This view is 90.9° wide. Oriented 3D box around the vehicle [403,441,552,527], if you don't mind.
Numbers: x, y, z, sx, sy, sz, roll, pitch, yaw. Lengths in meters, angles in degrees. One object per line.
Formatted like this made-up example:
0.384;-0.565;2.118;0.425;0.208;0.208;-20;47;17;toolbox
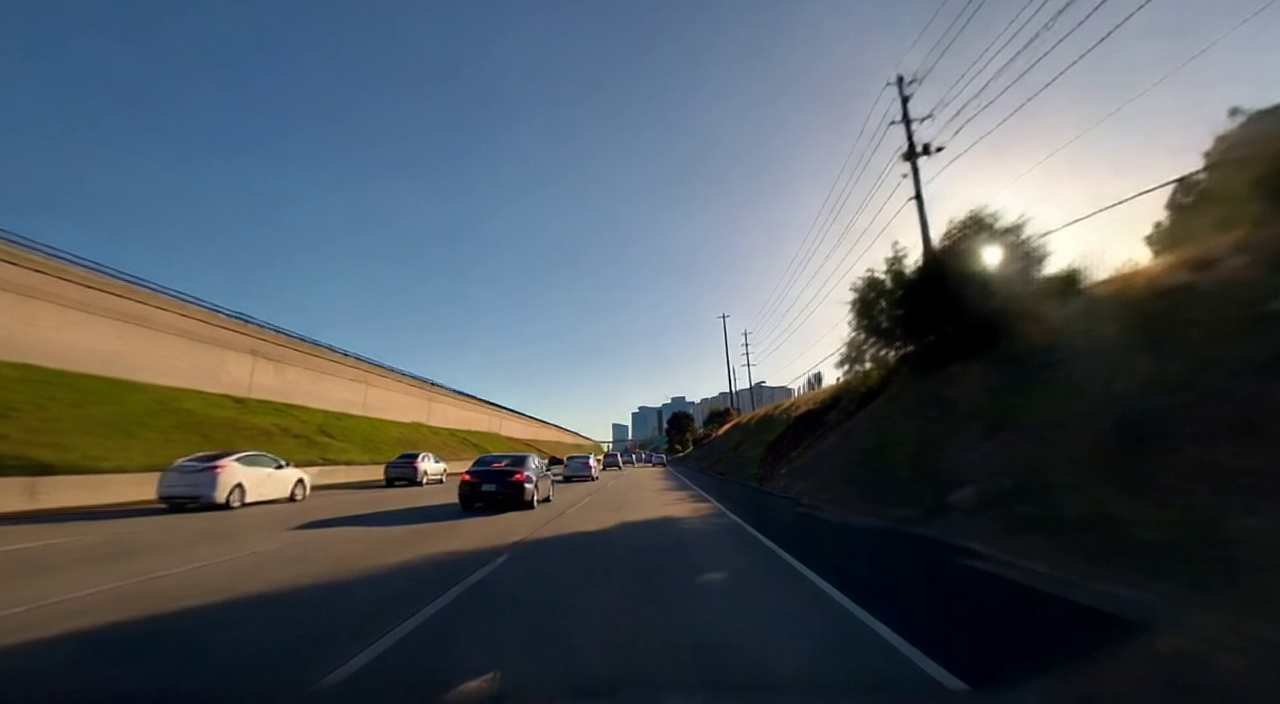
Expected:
-3.181;2.662;13.369;1.939;1.511;4.246;0;-8;1;vehicle

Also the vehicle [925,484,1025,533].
13.546;6.313;25.766;1.853;1.586;3.727;1;-8;-3;vehicle

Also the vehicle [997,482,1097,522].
21.720;7.996;33.944;1.941;1.715;4.868;0;-8;-2;vehicle

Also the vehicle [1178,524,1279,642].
10.890;3.584;9.055;1.962;1.584;4.807;0;-8;-2;vehicle

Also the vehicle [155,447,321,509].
-10.901;3.405;17.511;1.981;1.484;3.827;0;-8;1;vehicle

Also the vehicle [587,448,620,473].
-2.681;8.128;47.533;2.052;1.731;4.372;0;-8;2;vehicle

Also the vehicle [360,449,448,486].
-10.742;5.279;29.136;1.978;1.498;4.940;0;-8;2;vehicle

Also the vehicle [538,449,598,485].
-3.129;5.117;28.338;2.056;1.449;4.330;0;-8;2;vehicle
